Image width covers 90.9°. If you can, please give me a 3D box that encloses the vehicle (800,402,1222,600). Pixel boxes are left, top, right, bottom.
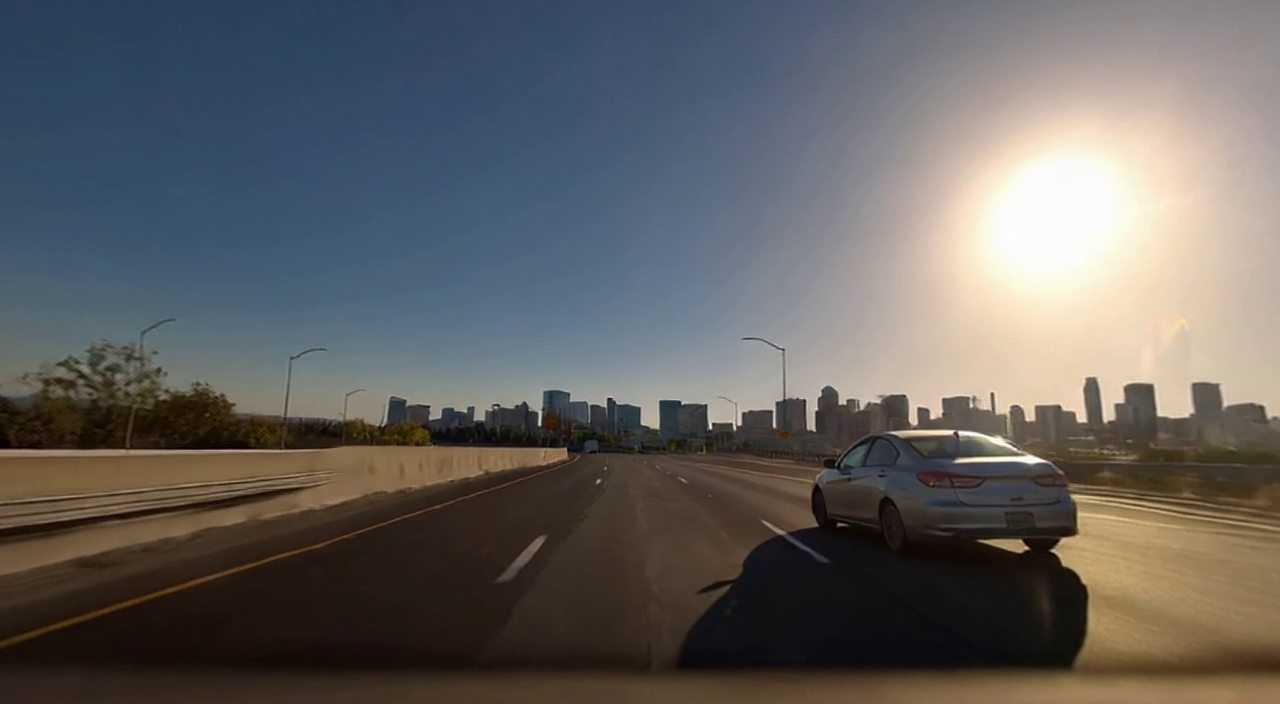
[{"bbox_3d":[3.606,1.556,7.510,2.104,1.575,4.698,0,-9,-1],"label":"vehicle"}]
